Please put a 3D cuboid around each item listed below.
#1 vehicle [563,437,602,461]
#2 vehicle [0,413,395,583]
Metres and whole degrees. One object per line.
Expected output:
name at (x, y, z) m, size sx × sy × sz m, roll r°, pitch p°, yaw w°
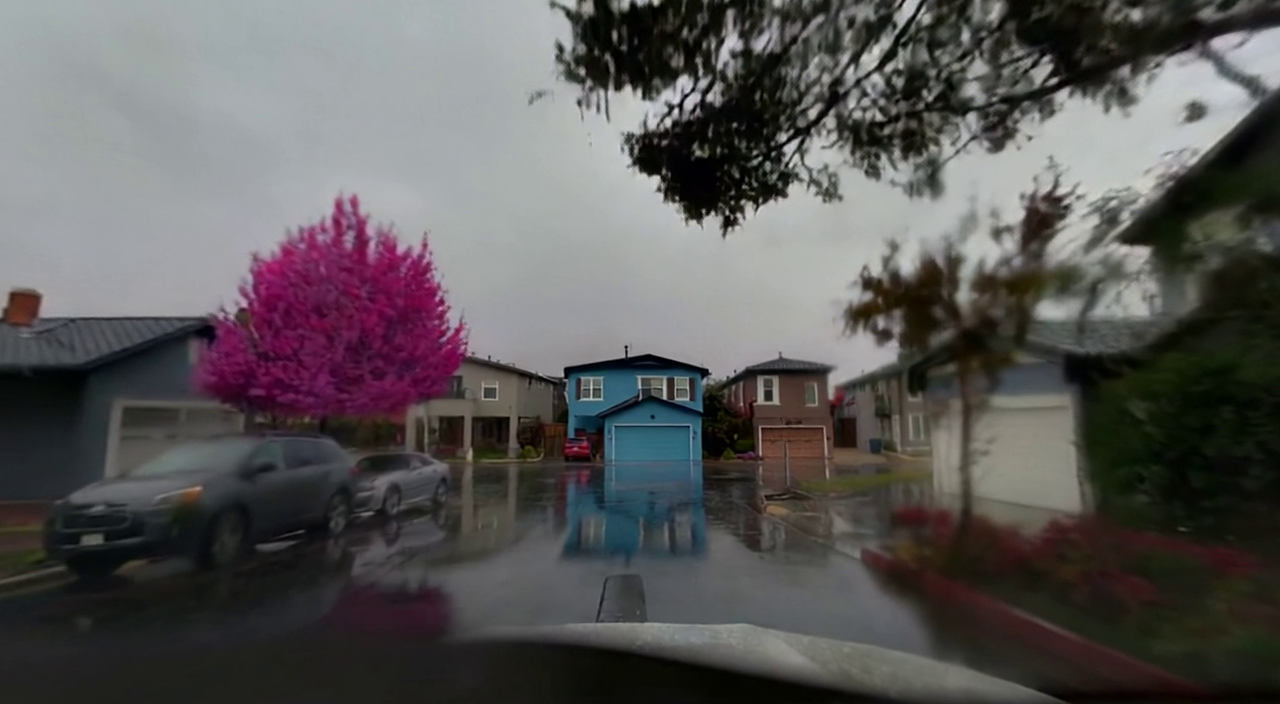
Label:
vehicle at (-3.722, 6.429, 41.608) m, size 1.968 × 1.491 × 4.486 m, roll 0°, pitch -9°, yaw 2°
vehicle at (-5.702, 1.914, 9.139) m, size 2.139 × 1.783 × 4.717 m, roll -1°, pitch -9°, yaw 4°
